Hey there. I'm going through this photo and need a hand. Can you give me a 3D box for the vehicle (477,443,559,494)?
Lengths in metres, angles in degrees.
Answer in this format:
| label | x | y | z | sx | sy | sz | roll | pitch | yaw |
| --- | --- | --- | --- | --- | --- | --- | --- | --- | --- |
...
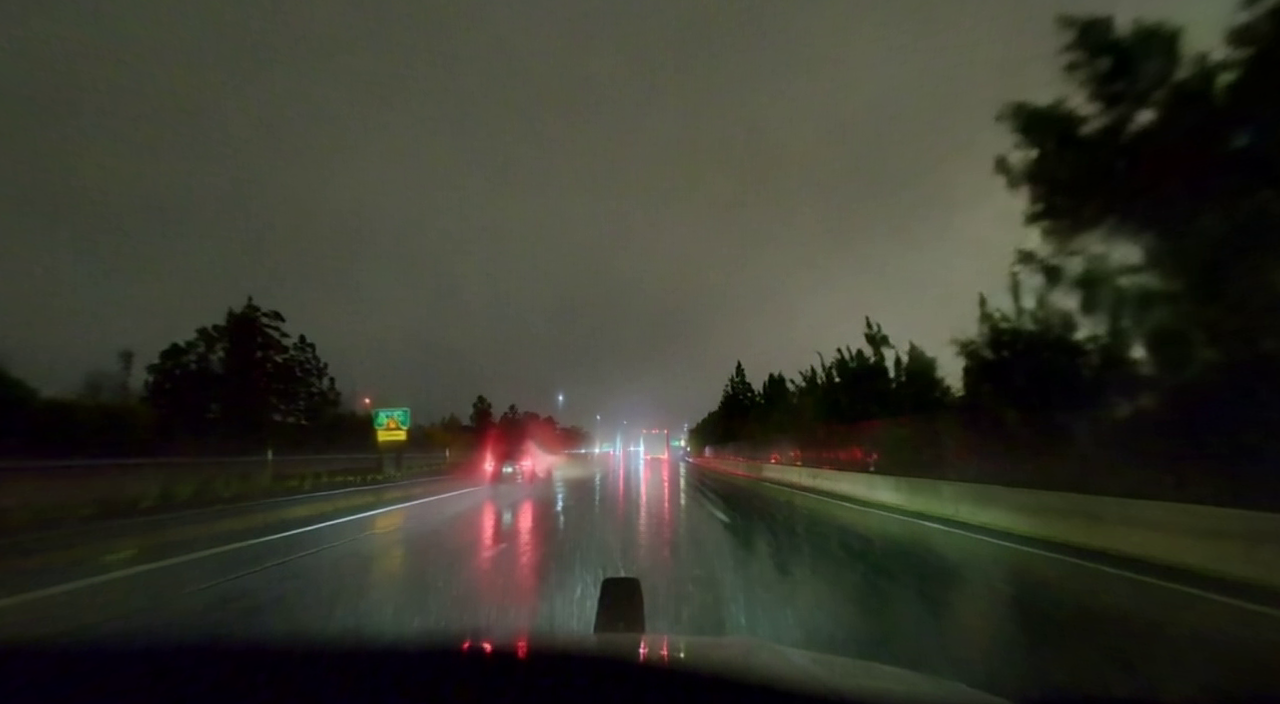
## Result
| label | x | y | z | sx | sy | sz | roll | pitch | yaw |
| --- | --- | --- | --- | --- | --- | --- | --- | --- | --- |
| vehicle | -4.166 | 4.048 | 22.276 | 2.035 | 1.595 | 4.022 | 0 | -9 | 1 |
